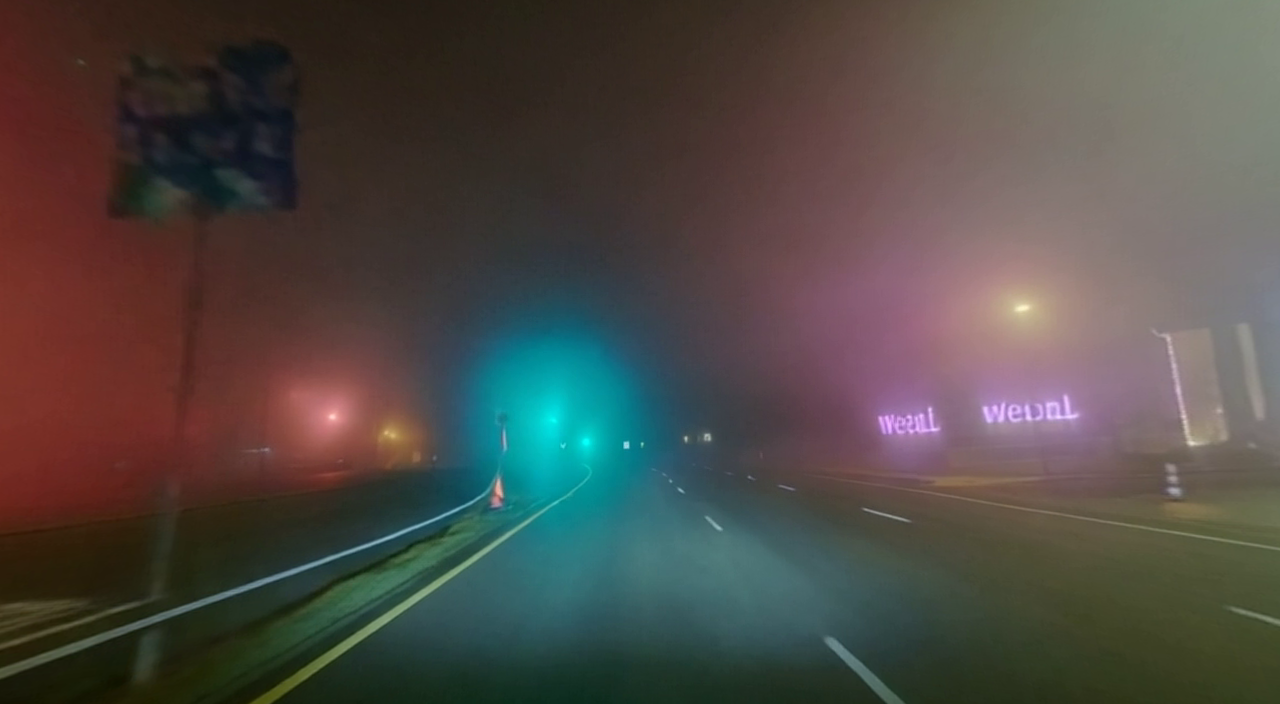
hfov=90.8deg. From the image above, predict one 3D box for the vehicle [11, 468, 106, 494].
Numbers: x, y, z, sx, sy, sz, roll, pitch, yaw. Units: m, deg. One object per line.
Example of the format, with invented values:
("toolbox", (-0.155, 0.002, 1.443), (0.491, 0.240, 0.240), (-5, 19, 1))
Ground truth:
("vehicle", (-33.665, 7.458, 36.651), (3.512, 1.321, 1.874), (0, -9, -3))
